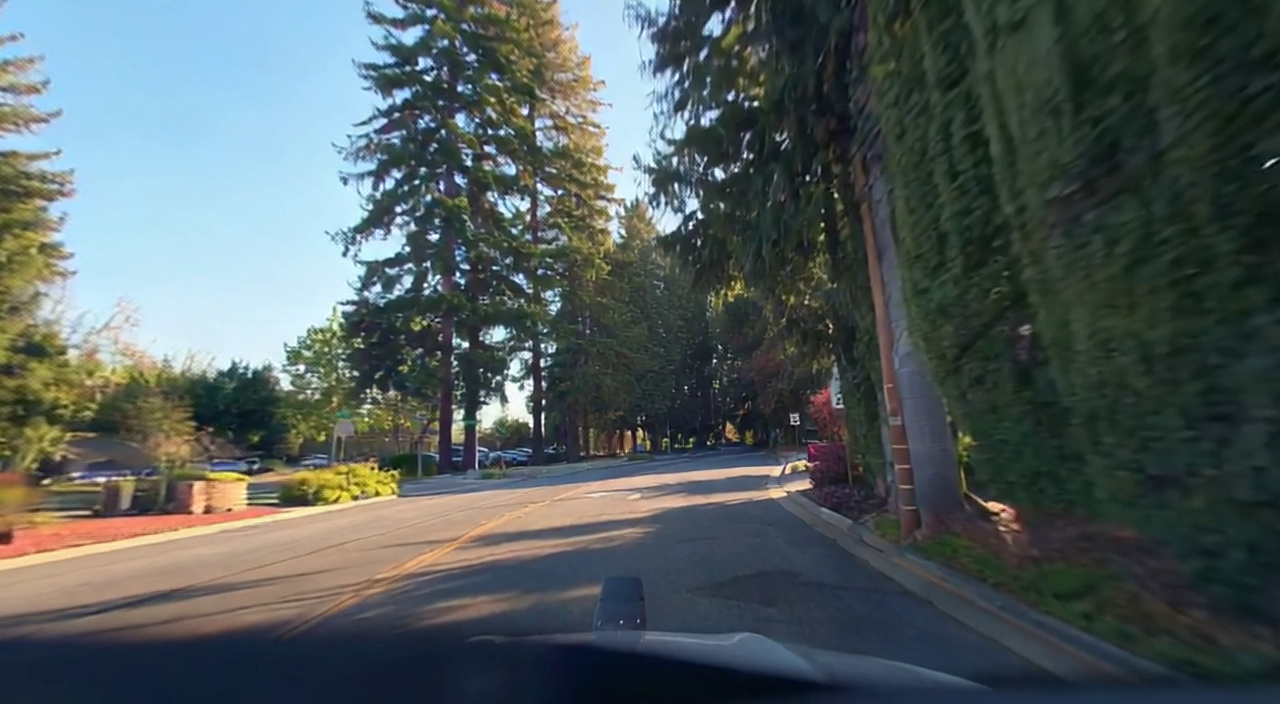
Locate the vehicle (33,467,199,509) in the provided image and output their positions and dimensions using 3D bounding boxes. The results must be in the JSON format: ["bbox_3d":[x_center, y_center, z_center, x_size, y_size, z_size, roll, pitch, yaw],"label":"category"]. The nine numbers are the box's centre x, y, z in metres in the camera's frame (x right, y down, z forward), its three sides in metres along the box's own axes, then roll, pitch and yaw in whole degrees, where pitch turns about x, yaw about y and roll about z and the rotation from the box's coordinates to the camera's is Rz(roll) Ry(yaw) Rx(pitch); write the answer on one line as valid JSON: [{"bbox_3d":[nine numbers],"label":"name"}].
[{"bbox_3d":[-22.044,5.712,26.870,4.943,1.493,2.036,3,-9,-21],"label":"vehicle"}]

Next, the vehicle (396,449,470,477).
[{"bbox_3d":[-14.206,7.586,43.312,4.675,1.442,1.906,-1,-7,-20],"label":"vehicle"}]
